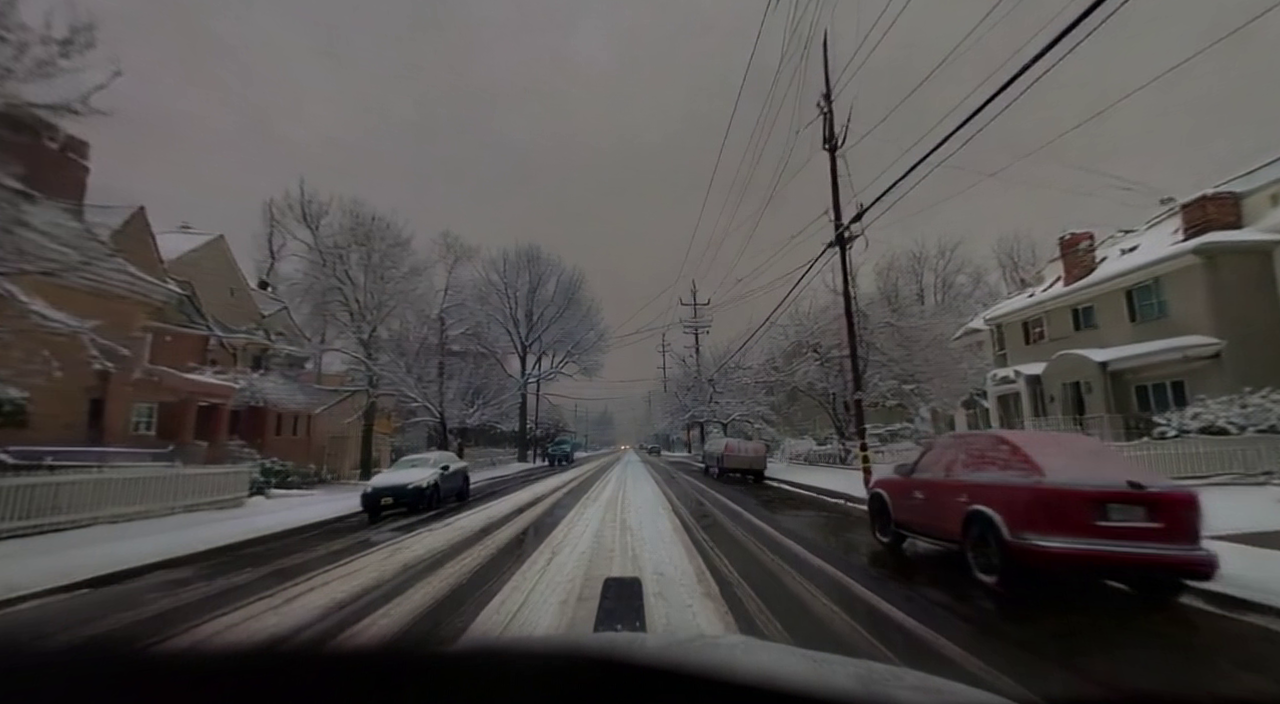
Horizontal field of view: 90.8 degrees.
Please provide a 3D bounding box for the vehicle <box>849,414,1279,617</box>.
[{"bbox_3d":[4.075,1.567,6.962,2.020,1.558,3.925,1,-9,-3],"label":"vehicle"}]

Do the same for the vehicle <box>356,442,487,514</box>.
[{"bbox_3d":[-5.962,3.441,17.985,1.954,1.551,5.128,-3,-7,0],"label":"vehicle"}]
